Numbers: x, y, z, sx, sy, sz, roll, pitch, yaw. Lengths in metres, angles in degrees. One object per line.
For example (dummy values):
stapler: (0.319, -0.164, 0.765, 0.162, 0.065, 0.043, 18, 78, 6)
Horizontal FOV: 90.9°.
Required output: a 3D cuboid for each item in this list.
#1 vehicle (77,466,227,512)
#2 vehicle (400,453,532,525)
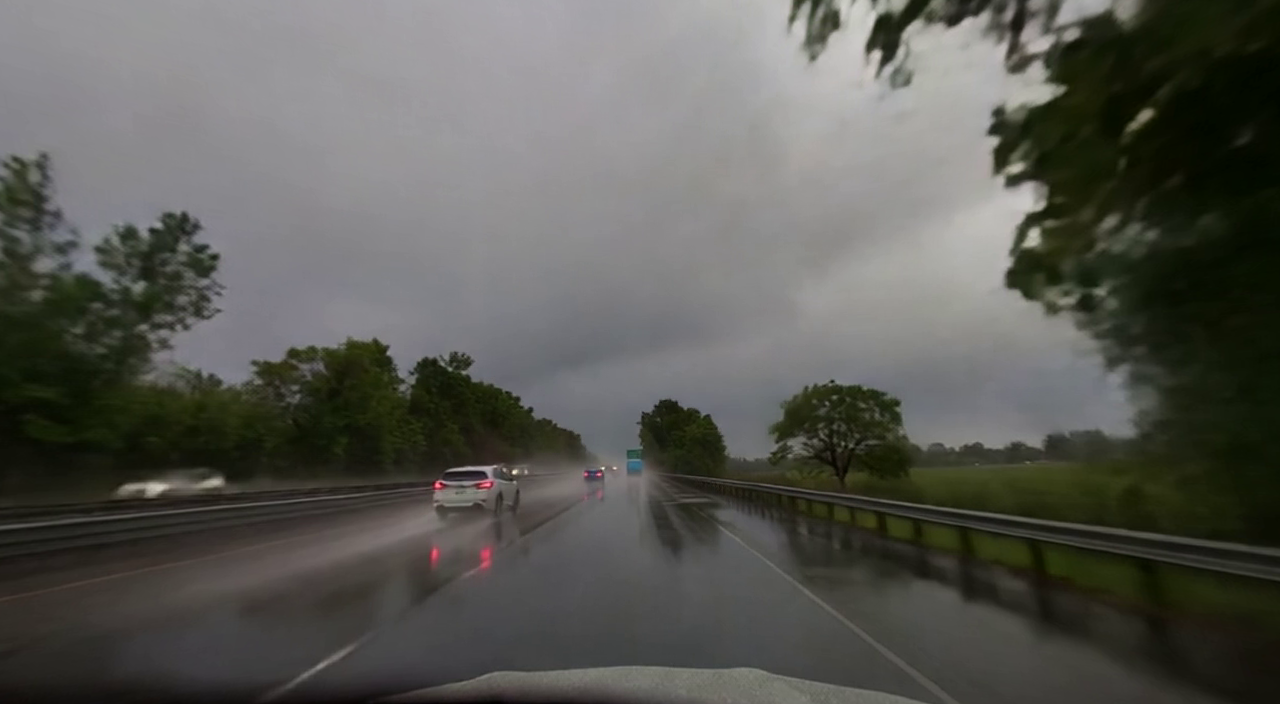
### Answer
vehicle: (-17.526, 4.915, 22.954, 1.848, 1.458, 4.489, 1, -11, 0)
vehicle: (-4.259, 3.467, 16.300, 2.040, 1.525, 4.603, 1, -11, 1)
